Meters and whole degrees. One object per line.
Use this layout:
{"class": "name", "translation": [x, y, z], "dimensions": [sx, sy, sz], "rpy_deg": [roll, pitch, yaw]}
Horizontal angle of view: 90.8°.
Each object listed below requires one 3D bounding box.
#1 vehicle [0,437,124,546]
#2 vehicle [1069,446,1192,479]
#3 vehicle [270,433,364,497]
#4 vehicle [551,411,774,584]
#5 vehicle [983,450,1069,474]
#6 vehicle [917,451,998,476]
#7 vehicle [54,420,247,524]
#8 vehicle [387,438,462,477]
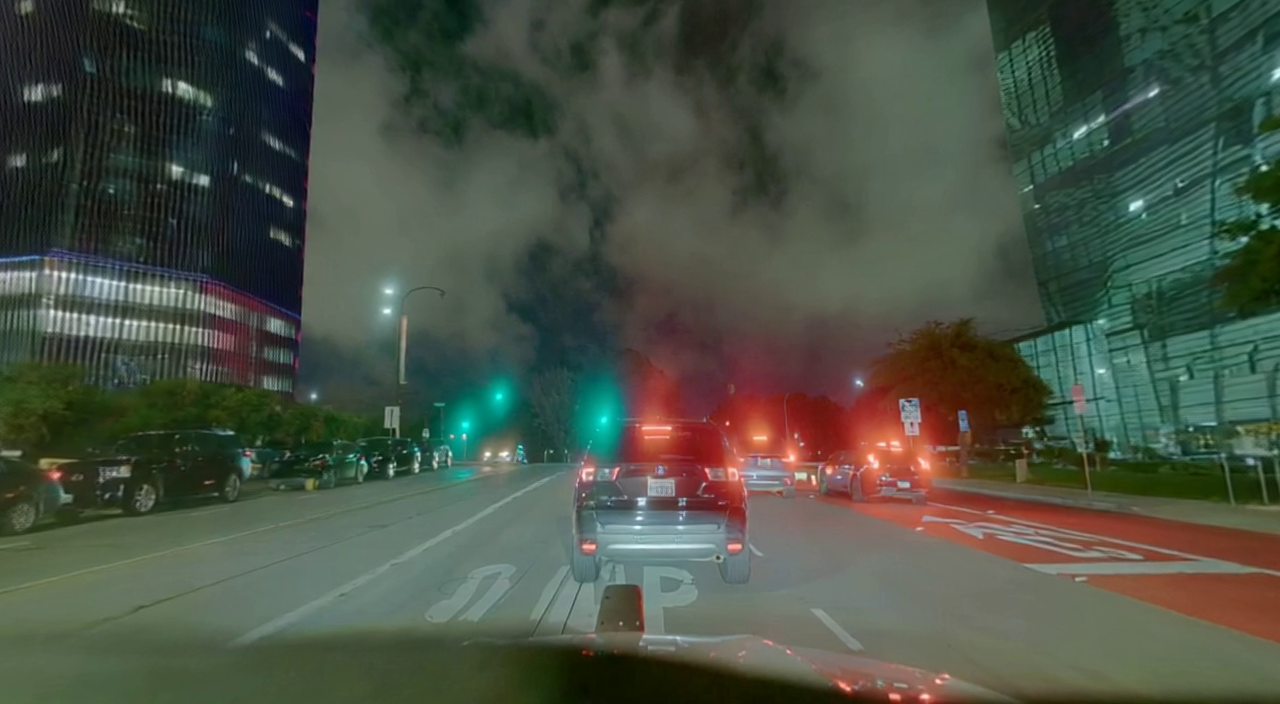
{"class": "vehicle", "translation": [-9.962, 1.977, 8.923], "dimensions": [1.844, 1.524, 4.371], "rpy_deg": [0, -8, -4]}
{"class": "vehicle", "translation": [31.123, 7.007, 40.389], "dimensions": [5.890, 1.996, 2.155], "rpy_deg": [-6, -10, 34]}
{"class": "vehicle", "translation": [-10.950, 3.810, 21.678], "dimensions": [1.559, 1.973, 3.419], "rpy_deg": [0, -8, -4]}
{"class": "vehicle", "translation": [0.266, 1.748, 8.393], "dimensions": [2.192, 1.695, 4.142], "rpy_deg": [0, -8, 1]}
{"class": "vehicle", "translation": [28.265, 8.034, 46.350], "dimensions": [5.153, 1.626, 1.895], "rpy_deg": [-6, -11, 36]}
{"class": "vehicle", "translation": [23.034, 8.029, 45.847], "dimensions": [4.956, 1.706, 1.822], "rpy_deg": [-6, -10, 34]}
{"class": "vehicle", "translation": [-10.325, 2.515, 13.695], "dimensions": [1.543, 1.946, 3.454], "rpy_deg": [1, -8, -5]}
{"class": "vehicle", "translation": [-11.615, 5.720, 34.577], "dimensions": [2.338, 1.963, 5.740], "rpy_deg": [0, -8, -3]}
